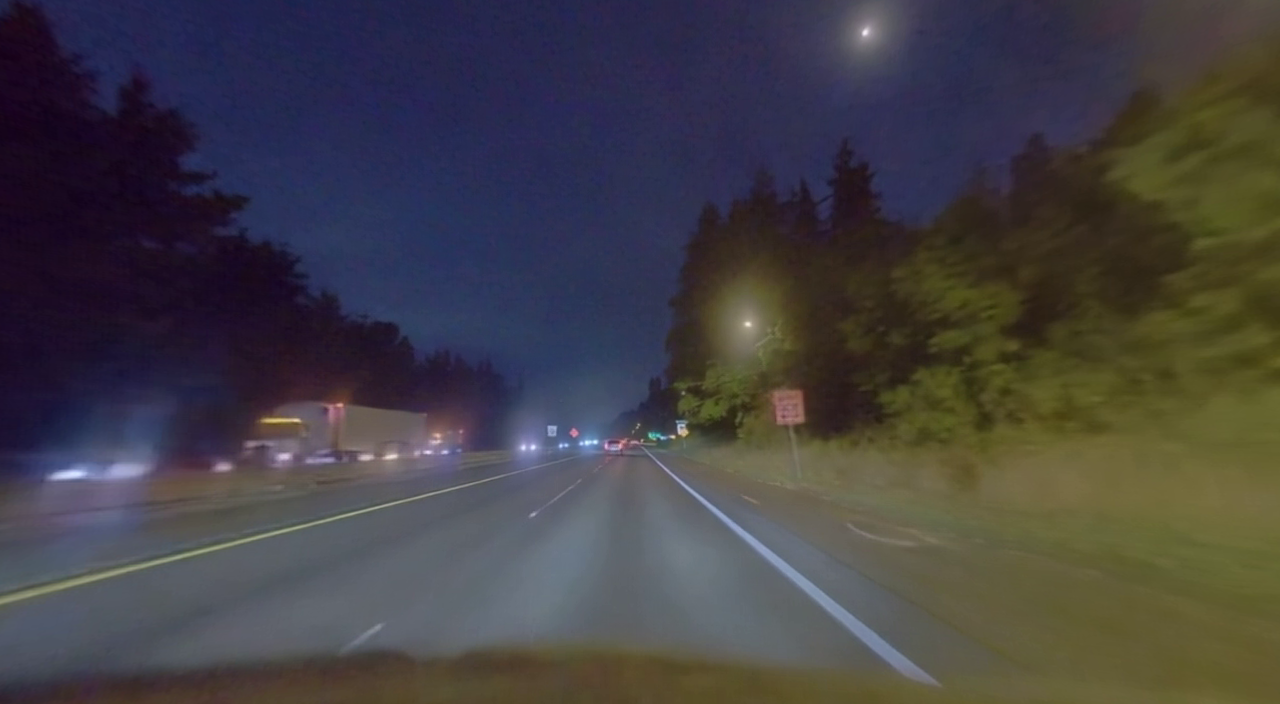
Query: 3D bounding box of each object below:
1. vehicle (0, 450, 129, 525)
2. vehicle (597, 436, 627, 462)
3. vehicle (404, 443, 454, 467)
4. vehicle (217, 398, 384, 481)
[{"bbox_3d":[-14.000,2.910,13.697,1.943,1.482,4.627,0,-8,-1],"label":"vehicle"},{"bbox_3d":[-2.091,7.269,47.469,2.188,1.825,4.282,0,-8,-2],"label":"vehicle"},{"bbox_3d":[-14.060,6.867,42.132,1.863,1.472,4.334,0,-8,0],"label":"vehicle"},{"bbox_3d":[-17.765,4.794,34.324,2.954,3.783,11.120,0,-8,0],"label":"vehicle"}]
